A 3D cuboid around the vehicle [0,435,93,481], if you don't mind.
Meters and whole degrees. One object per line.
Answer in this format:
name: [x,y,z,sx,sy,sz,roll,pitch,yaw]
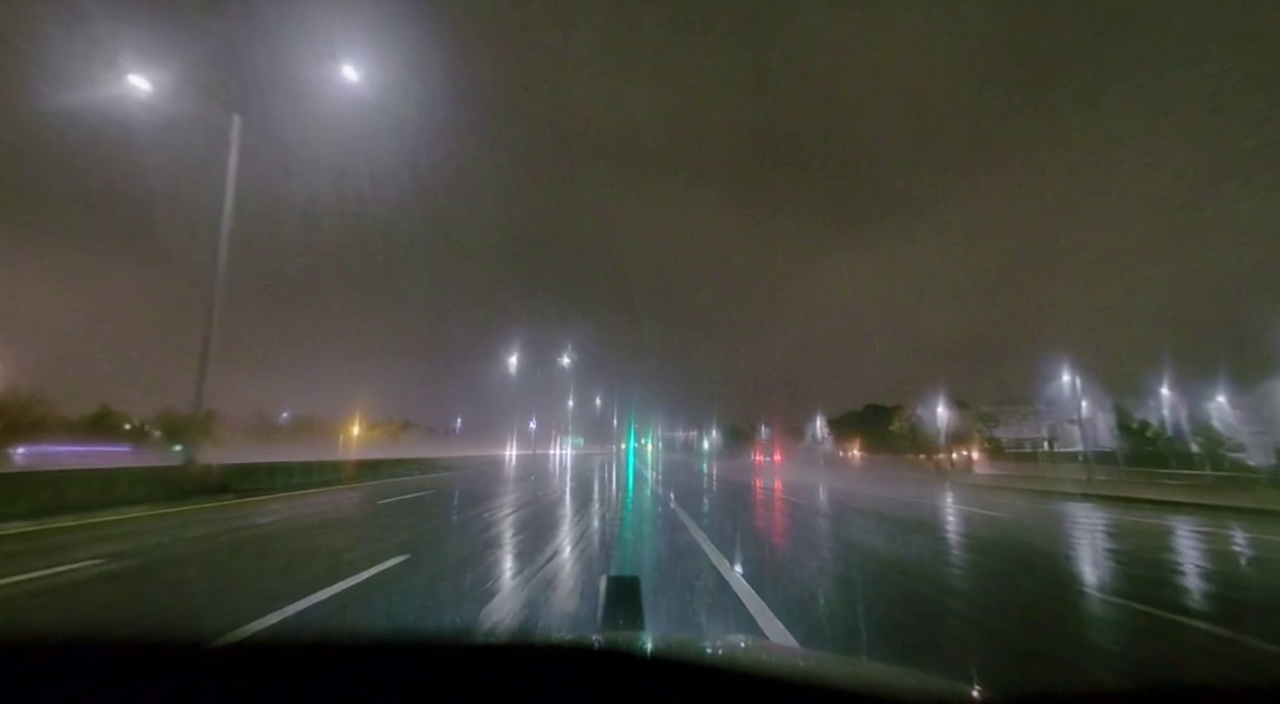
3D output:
vehicle: [-43.687,7.391,43.879,8.140,3.042,2.933,0,-9,-1]
